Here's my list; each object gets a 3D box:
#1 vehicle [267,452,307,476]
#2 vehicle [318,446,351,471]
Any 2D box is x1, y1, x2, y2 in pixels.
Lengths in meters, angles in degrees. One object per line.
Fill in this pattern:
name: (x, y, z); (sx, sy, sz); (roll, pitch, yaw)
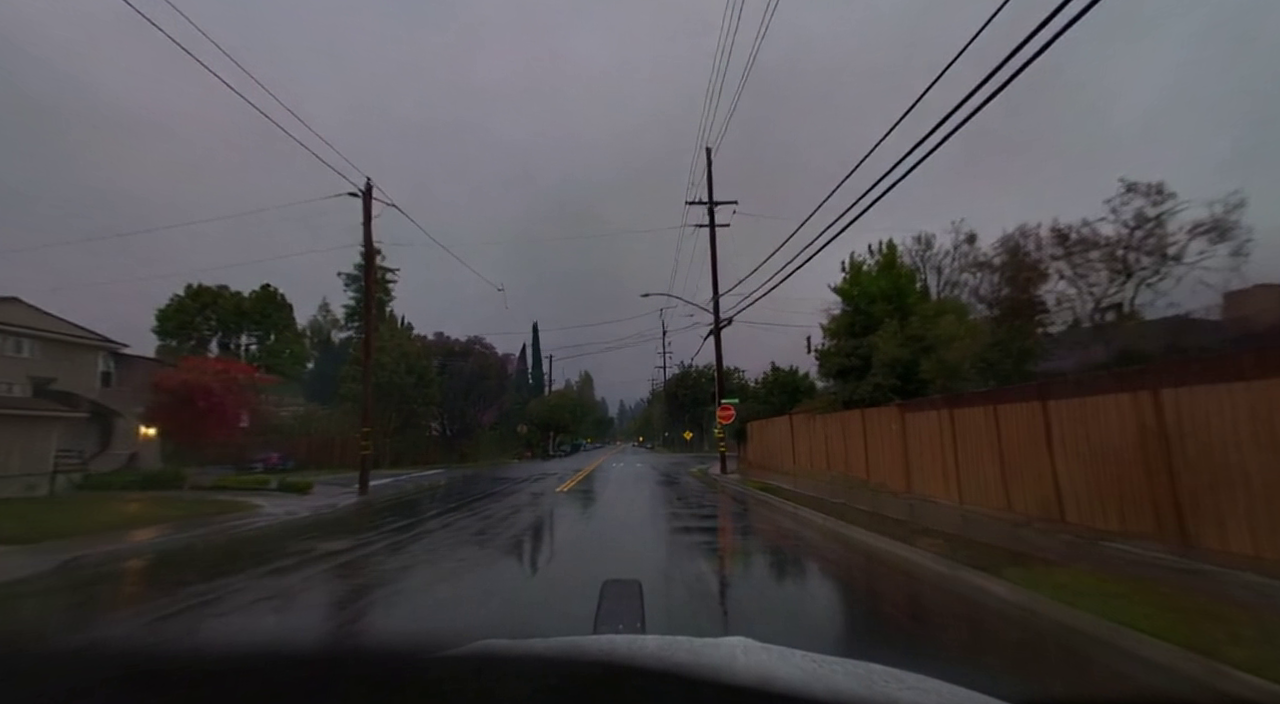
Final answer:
vehicle: (-24.272, 7.650, 43.582); (1.955, 1.448, 4.542); (3, -9, -24)
vehicle: (-23.932, 8.310, 49.602); (2.083, 1.802, 4.455); (4, -9, -24)
